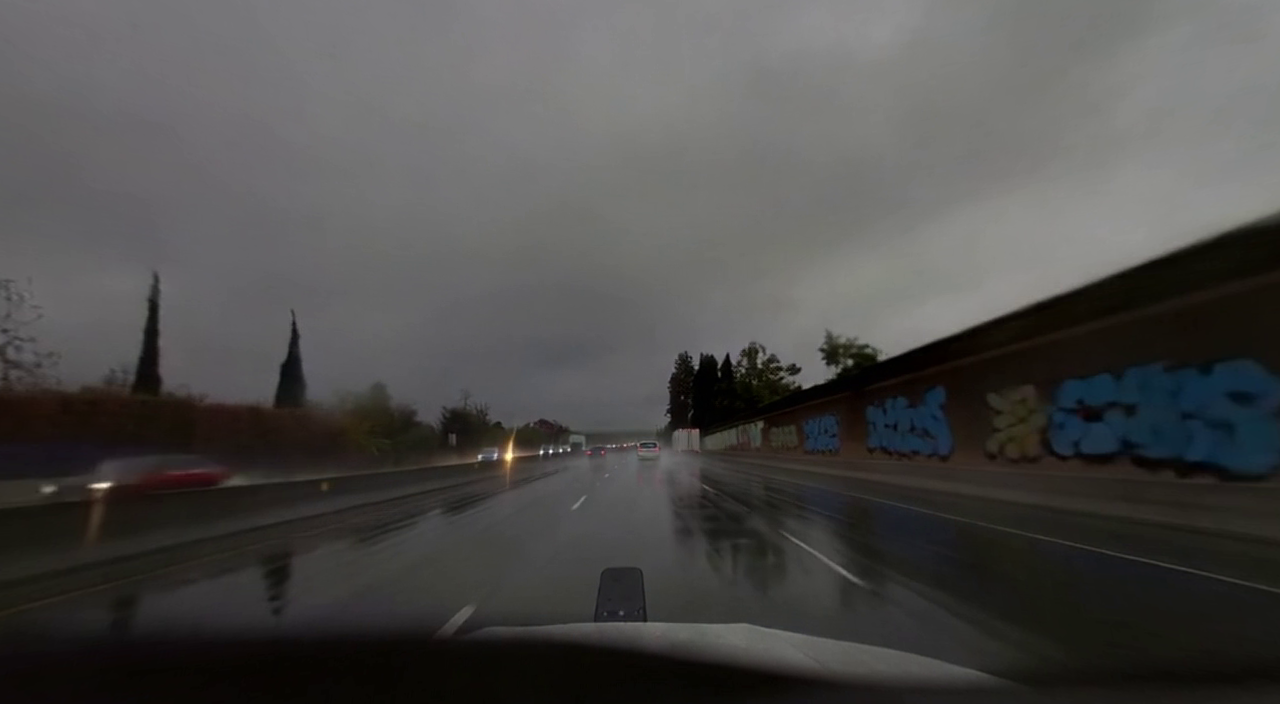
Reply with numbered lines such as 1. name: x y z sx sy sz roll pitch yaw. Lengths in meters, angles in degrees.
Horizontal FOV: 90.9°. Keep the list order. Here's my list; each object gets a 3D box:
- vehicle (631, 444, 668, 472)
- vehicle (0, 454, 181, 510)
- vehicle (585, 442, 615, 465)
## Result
1. vehicle: 0.526 6.134 36.713 2.009 1.506 4.091 0 -9 0
2. vehicle: -16.474 3.871 19.173 1.884 1.462 4.122 0 -9 0
3. vehicle: -3.107 8.045 49.880 2.095 1.671 4.193 0 -9 0
